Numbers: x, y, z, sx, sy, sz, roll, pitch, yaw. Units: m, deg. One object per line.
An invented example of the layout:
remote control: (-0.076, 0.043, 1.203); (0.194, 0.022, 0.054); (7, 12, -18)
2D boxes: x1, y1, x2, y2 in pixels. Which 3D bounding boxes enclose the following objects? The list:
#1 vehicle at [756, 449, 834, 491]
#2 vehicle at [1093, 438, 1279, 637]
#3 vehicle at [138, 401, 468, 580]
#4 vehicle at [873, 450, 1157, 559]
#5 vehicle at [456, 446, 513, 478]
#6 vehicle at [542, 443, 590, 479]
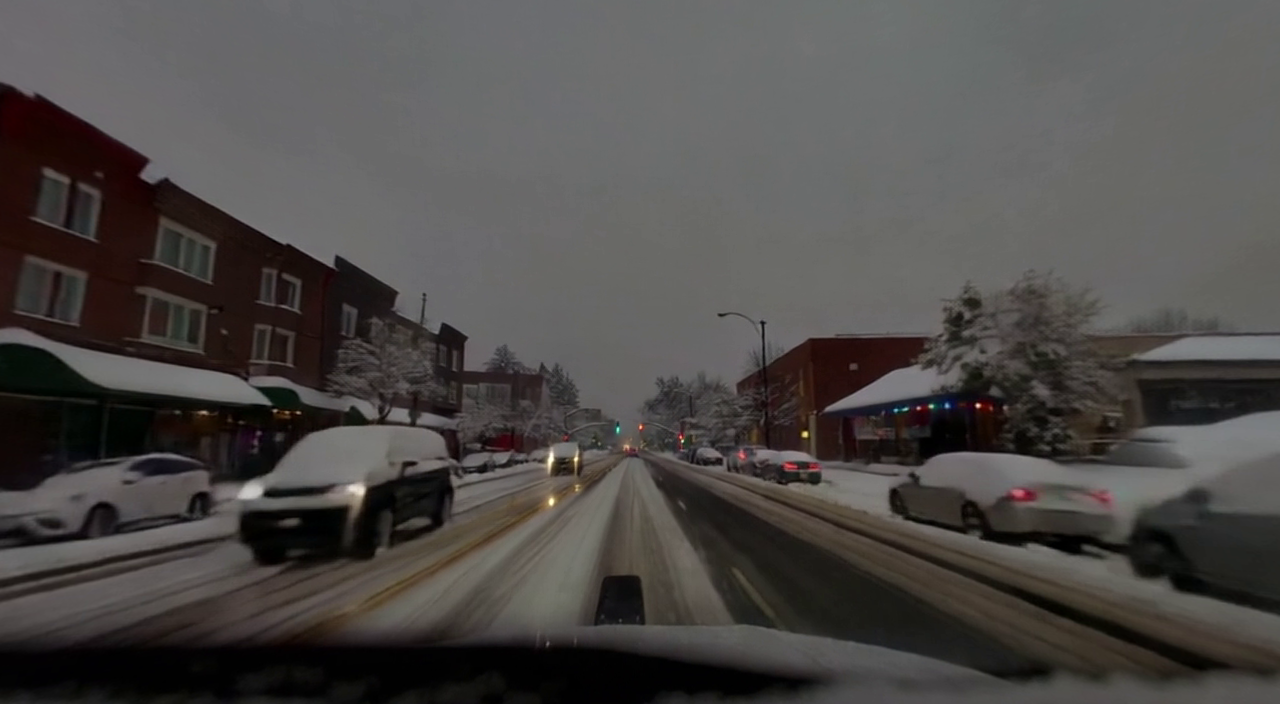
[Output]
vehicle: (6.067, 4.633, 25.310); (1.837, 1.482, 4.706); (0, -9, -1)
vehicle: (5.832, 1.387, 4.556); (1.795, 1.524, 4.658); (0, -9, 2)
vehicle: (-4.087, 1.830, 8.814); (2.048, 1.761, 4.517); (-2, -10, 1)
vehicle: (5.999, 2.447, 11.026); (1.976, 1.432, 4.812); (0, -9, 0)
vehicle: (-10.168, 7.211, 41.824); (2.137, 1.982, 5.794); (0, -9, 1)
vehicle: (-3.728, 5.569, 32.485); (1.980, 1.718, 4.120); (0, -9, 0)
